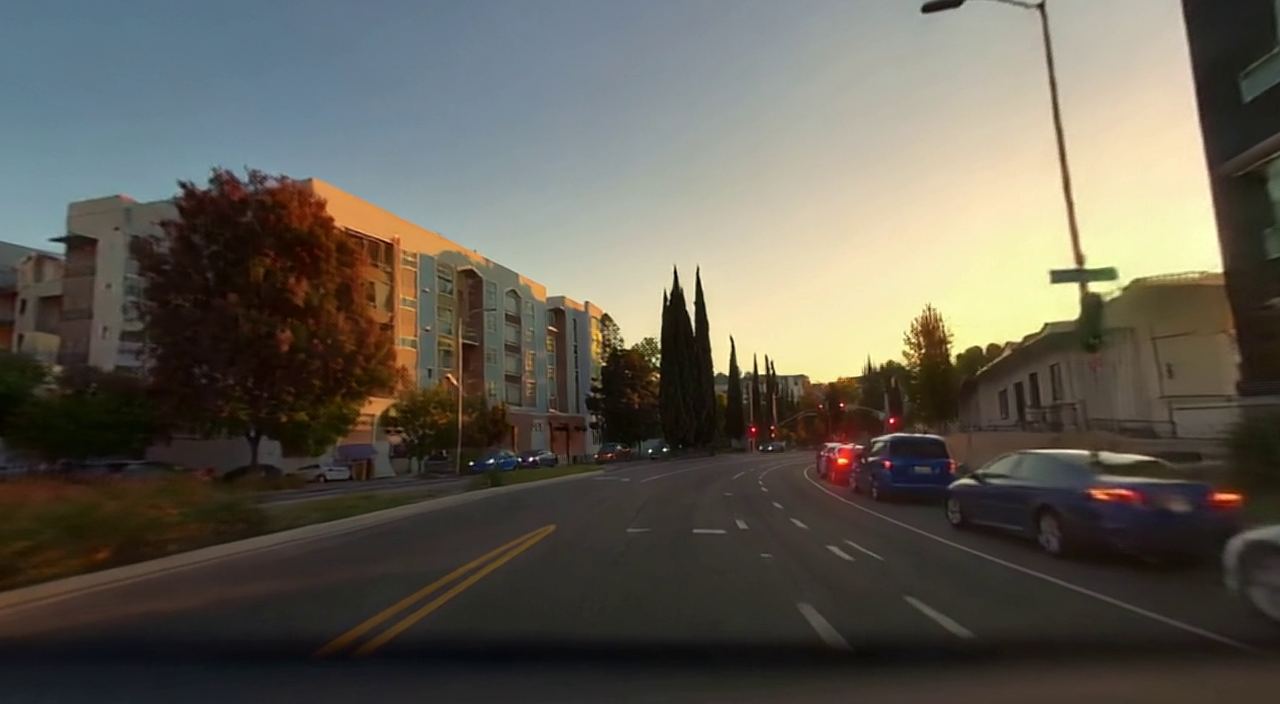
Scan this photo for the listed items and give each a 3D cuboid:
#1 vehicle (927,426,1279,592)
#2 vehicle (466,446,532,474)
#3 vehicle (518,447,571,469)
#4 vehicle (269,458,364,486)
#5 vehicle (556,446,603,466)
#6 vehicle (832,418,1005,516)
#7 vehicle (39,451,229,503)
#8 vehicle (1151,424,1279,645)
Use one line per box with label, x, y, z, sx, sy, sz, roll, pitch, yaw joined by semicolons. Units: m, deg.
vehicle;5.683;1.831;8.359;1.879;1.542;4.693;-1;-9;4
vehicle;-8.200;6.303;37.216;1.882;1.508;4.476;-2;-9;14
vehicle;-6.508;7.279;43.558;1.841;1.444;4.554;-3;-9;17
vehicle;-17.769;6.579;34.781;4.178;1.407;2.012;-1;-9;9
vehicle;-4.624;8.070;49.146;1.811;1.459;4.702;-3;-9;19
vehicle;5.993;2.536;14.456;2.041;1.811;5.168;-1;-9;6
vehicle;-20.749;5.099;26.077;6.006;1.964;2.474;-1;-9;7
vehicle;5.381;1.044;2.907;2.077;1.502;4.902;0;-8;2
